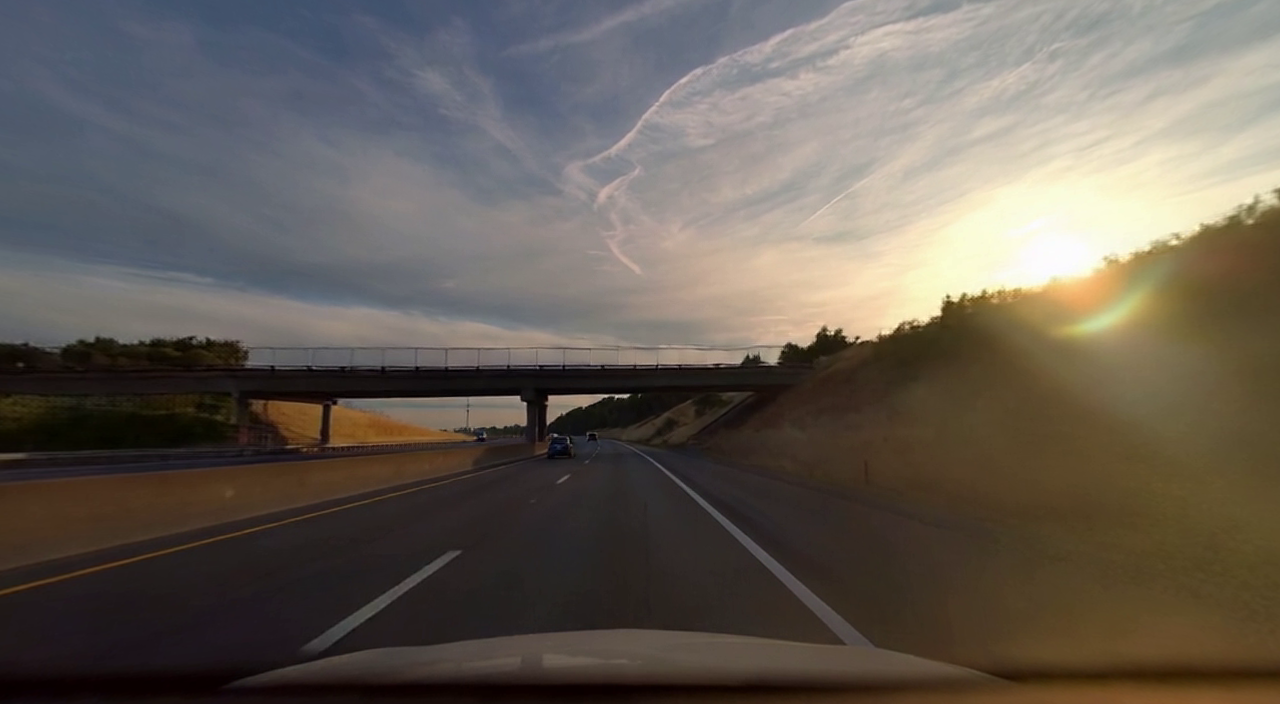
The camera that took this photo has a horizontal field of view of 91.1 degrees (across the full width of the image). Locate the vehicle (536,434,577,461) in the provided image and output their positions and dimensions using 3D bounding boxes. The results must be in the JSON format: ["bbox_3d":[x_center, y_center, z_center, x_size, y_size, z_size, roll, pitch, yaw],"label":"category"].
[{"bbox_3d":[-4.999,5.745,38.166,2.005,1.509,4.260,0,-8,-2],"label":"vehicle"}]
